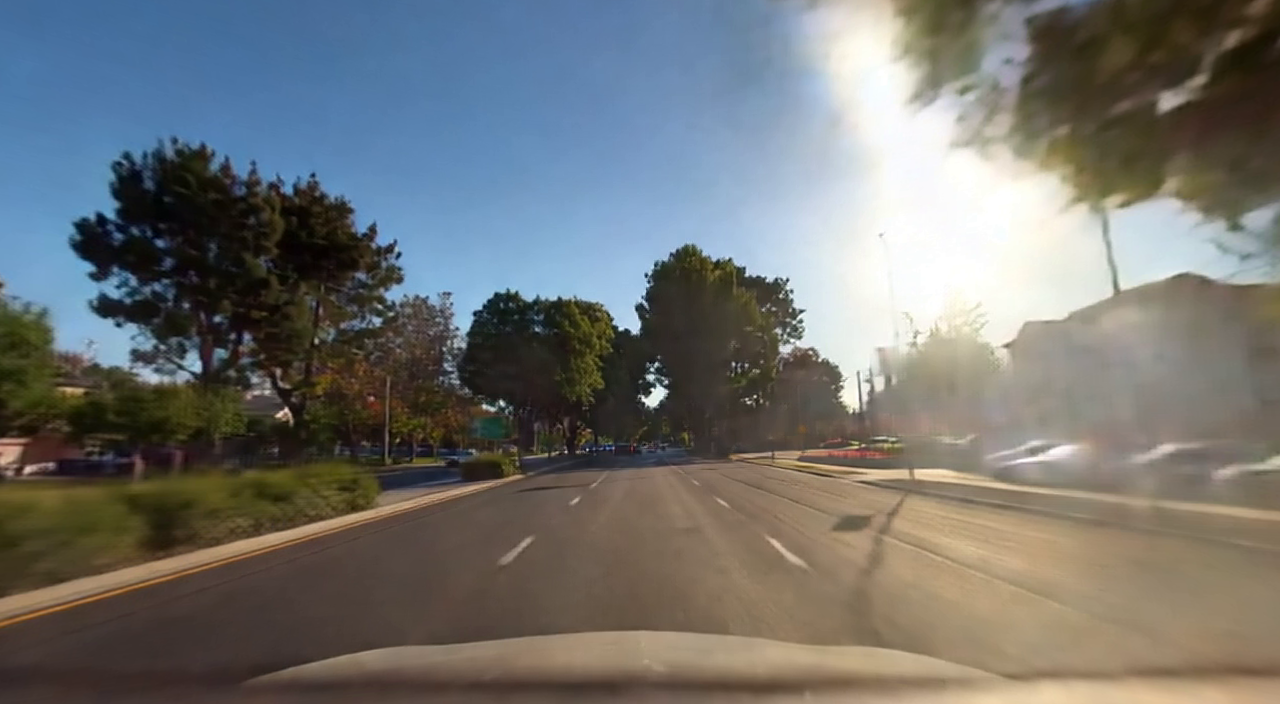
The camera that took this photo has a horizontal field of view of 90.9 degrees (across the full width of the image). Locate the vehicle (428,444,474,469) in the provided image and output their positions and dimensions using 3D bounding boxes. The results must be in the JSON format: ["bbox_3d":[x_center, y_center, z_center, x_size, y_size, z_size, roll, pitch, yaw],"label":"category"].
[{"bbox_3d":[-13.948,7.708,46.813,2.072,1.712,4.467,0,-8,-1],"label":"vehicle"}]

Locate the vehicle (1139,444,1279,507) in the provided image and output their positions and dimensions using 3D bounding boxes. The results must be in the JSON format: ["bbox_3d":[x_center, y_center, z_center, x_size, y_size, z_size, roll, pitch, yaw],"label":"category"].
[{"bbox_3d":[15.182,2.950,15.340,4.246,1.399,2.134,0,-8,-1],"label":"vehicle"}]
